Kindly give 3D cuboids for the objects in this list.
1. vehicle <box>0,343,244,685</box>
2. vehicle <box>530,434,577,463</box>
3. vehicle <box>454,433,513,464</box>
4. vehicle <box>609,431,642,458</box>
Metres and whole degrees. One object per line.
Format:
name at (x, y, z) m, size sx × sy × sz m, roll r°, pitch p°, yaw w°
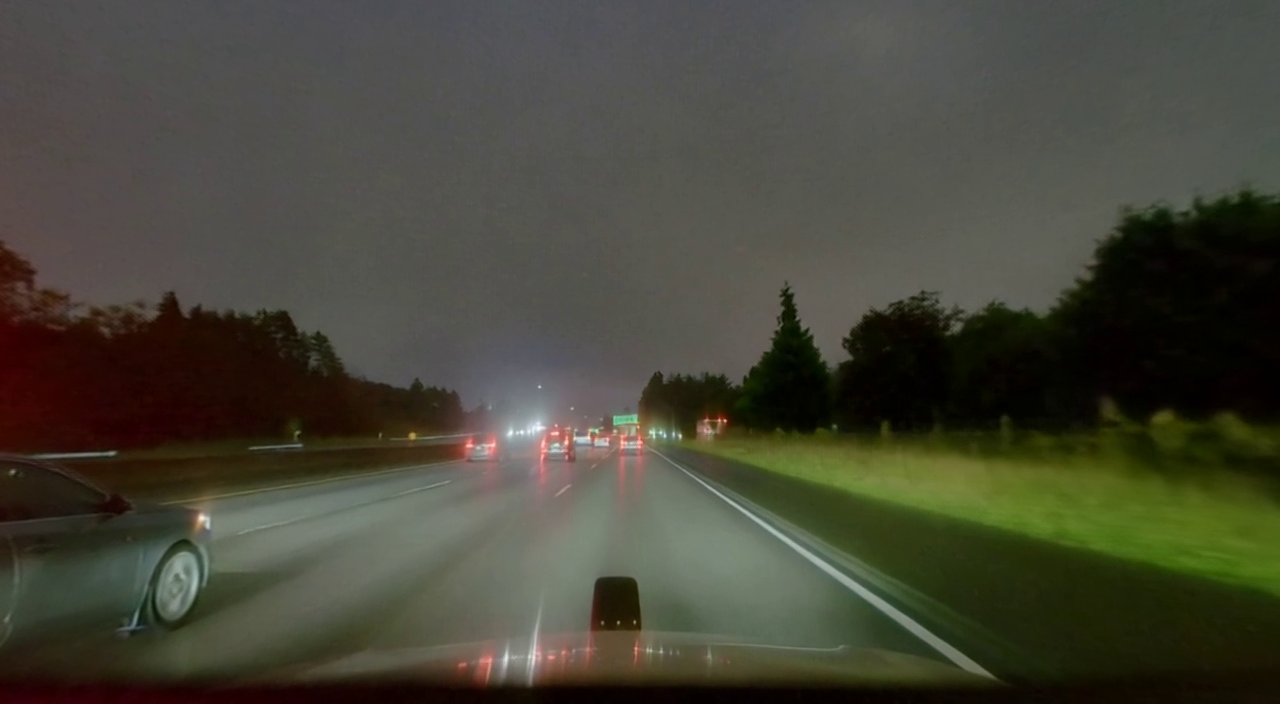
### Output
vehicle at (-4.420, 0.856, 3.229) m, size 1.971 × 1.822 × 4.366 m, roll 0°, pitch -8°, yaw -1°
vehicle at (-4.470, 5.057, 33.173) m, size 1.909 × 1.445 × 4.087 m, roll 0°, pitch -8°, yaw 0°
vehicle at (-8.378, 5.175, 34.042) m, size 1.953 × 1.524 × 4.863 m, roll 0°, pitch -8°, yaw 0°
vehicle at (-0.930, 5.885, 40.156) m, size 2.002 × 1.611 × 3.778 m, roll 0°, pitch -8°, yaw -1°
